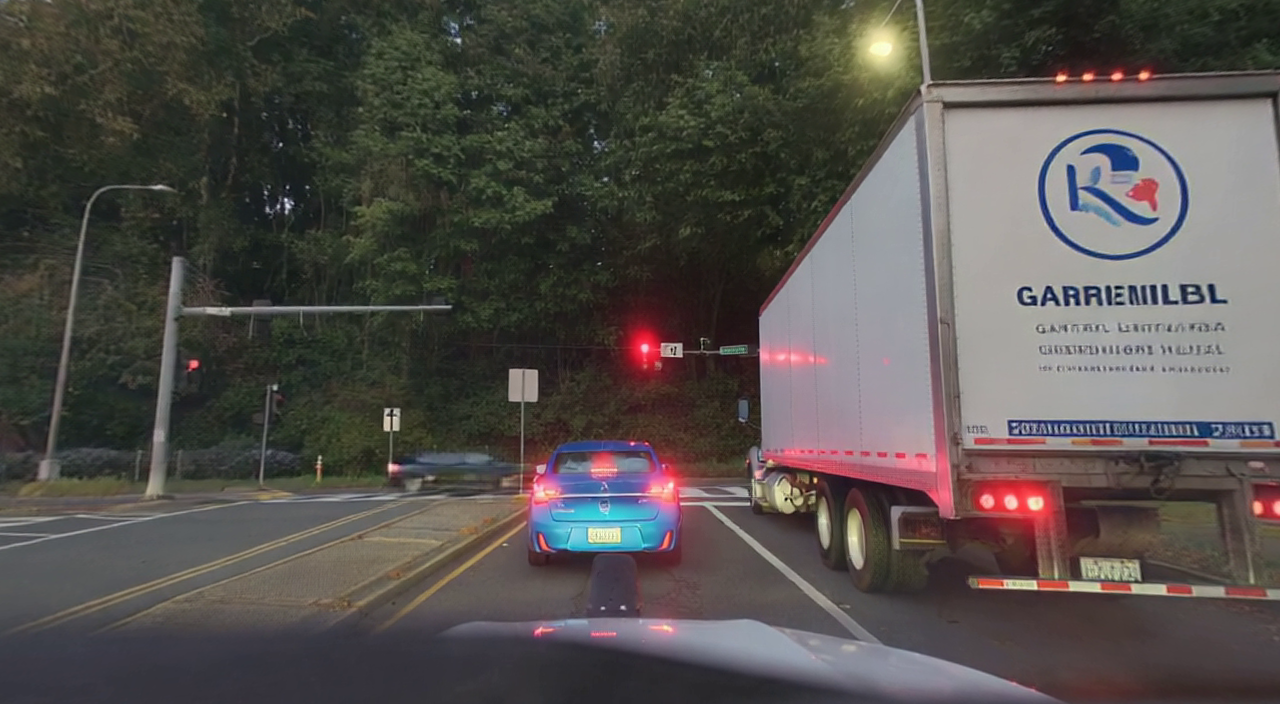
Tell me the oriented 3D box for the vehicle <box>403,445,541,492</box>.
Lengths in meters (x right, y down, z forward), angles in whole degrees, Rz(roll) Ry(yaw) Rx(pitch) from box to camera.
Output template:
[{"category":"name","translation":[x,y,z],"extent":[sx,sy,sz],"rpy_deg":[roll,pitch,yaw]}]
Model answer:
[{"category":"vehicle","translation":[-6.242,4.376,23.989],"extent":[4.839,1.659,1.877],"rpy_deg":[1,-9,-8]}]

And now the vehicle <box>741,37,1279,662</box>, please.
[{"category":"vehicle","translation":[3.515,0.595,8.575],"extent":[2.884,3.753,9.763],"rpy_deg":[0,-9,2]}]

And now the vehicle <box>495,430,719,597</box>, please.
[{"category":"vehicle","translation":[-0.329,1.709,7.424],"extent":[1.975,1.457,3.526],"rpy_deg":[0,-9,-1]}]
